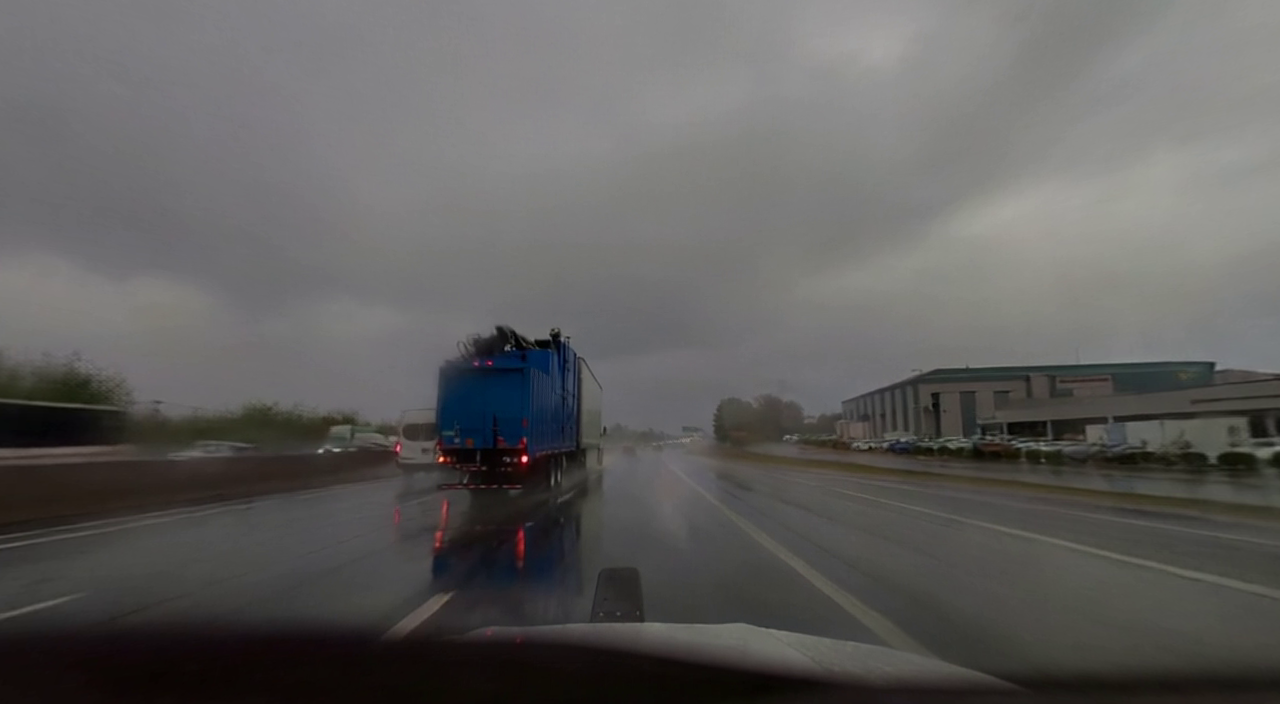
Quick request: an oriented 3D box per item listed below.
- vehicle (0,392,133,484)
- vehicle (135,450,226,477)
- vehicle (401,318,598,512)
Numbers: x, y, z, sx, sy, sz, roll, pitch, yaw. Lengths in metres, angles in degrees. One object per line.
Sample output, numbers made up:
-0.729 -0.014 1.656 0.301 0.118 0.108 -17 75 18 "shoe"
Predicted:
-30.851 3.764 27.635 3.319 4.166 16.790 0 -8 1 "vehicle"
-27.175 6.575 37.560 1.842 1.471 4.699 0 -8 0 "vehicle"
-3.514 2.491 21.584 2.939 4.132 16.303 0 -8 0 "vehicle"
